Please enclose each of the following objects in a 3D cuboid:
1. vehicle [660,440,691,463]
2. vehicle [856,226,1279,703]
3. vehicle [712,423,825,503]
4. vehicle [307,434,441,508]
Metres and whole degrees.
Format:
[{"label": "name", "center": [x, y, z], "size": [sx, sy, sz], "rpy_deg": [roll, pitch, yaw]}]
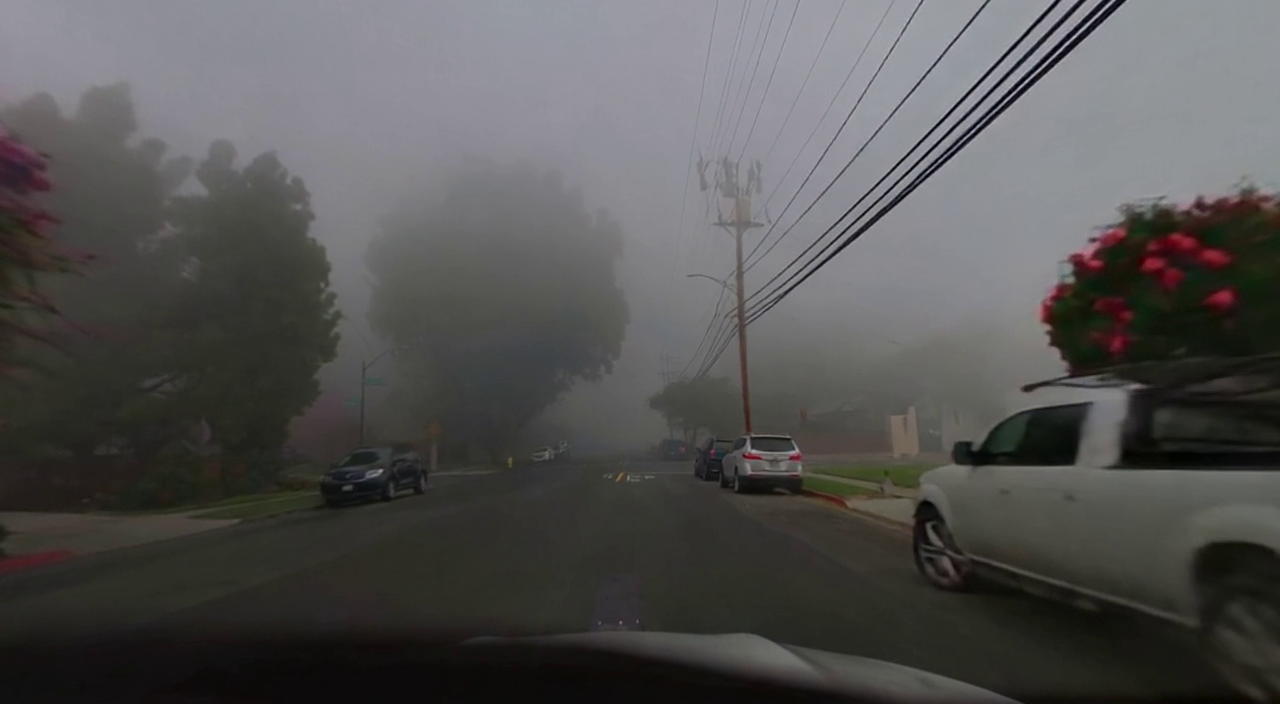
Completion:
[{"label": "vehicle", "center": [2.755, 7.858, 49.951], "size": [2.114, 1.708, 4.474], "rpy_deg": [0, -8, -1]}, {"label": "vehicle", "center": [3.406, 0.794, 3.807], "size": [2.111, 2.054, 5.748], "rpy_deg": [0, -9, -1]}, {"label": "vehicle", "center": [3.144, 2.835, 16.490], "size": [1.993, 1.778, 4.311], "rpy_deg": [0, -9, -1]}, {"label": "vehicle", "center": [-7.351, 3.398, 17.992], "size": [1.980, 1.664, 4.342], "rpy_deg": [-5, -11, -1]}]
